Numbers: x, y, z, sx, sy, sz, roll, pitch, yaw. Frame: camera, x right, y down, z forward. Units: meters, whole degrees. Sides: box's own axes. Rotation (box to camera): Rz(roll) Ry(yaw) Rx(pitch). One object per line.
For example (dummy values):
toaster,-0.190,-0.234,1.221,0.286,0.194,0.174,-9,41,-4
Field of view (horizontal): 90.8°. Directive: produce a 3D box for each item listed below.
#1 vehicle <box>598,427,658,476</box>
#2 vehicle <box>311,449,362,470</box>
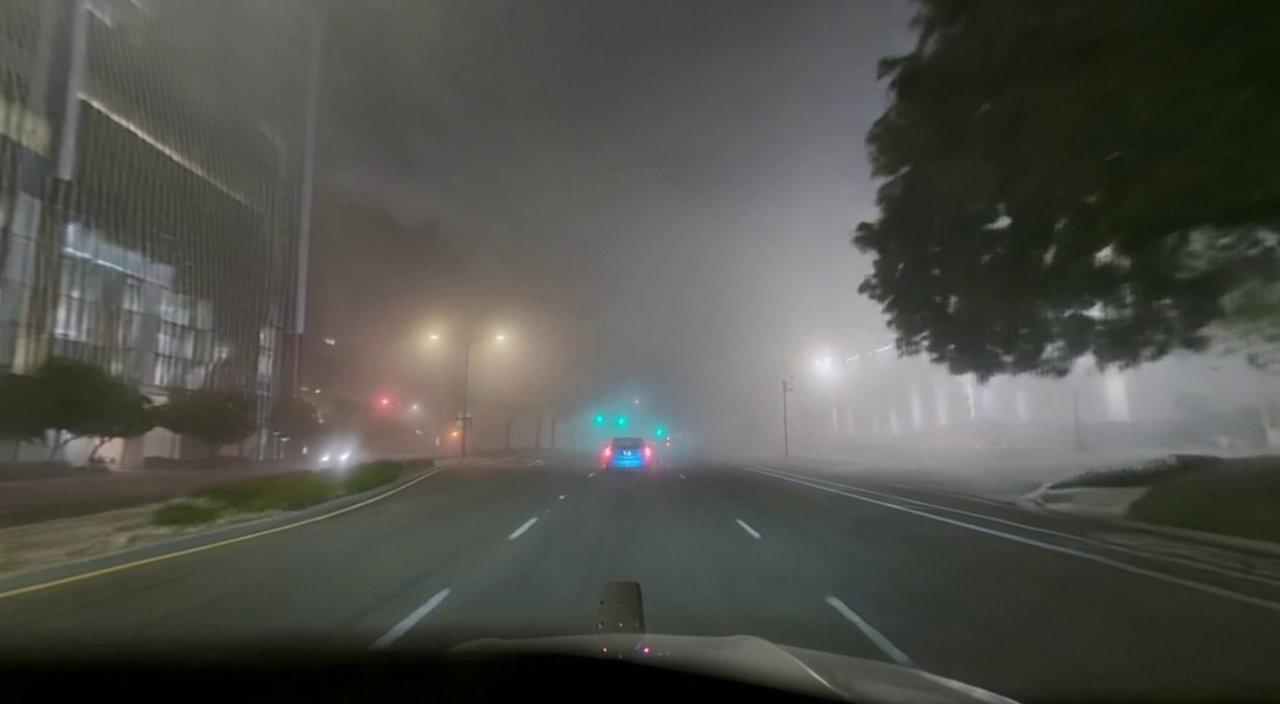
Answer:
vehicle,-0.475,4.160,26.642,2.313,1.860,4.319,0,-9,-1
vehicle,-23.649,8.329,49.342,1.867,1.469,4.243,-2,-9,0
